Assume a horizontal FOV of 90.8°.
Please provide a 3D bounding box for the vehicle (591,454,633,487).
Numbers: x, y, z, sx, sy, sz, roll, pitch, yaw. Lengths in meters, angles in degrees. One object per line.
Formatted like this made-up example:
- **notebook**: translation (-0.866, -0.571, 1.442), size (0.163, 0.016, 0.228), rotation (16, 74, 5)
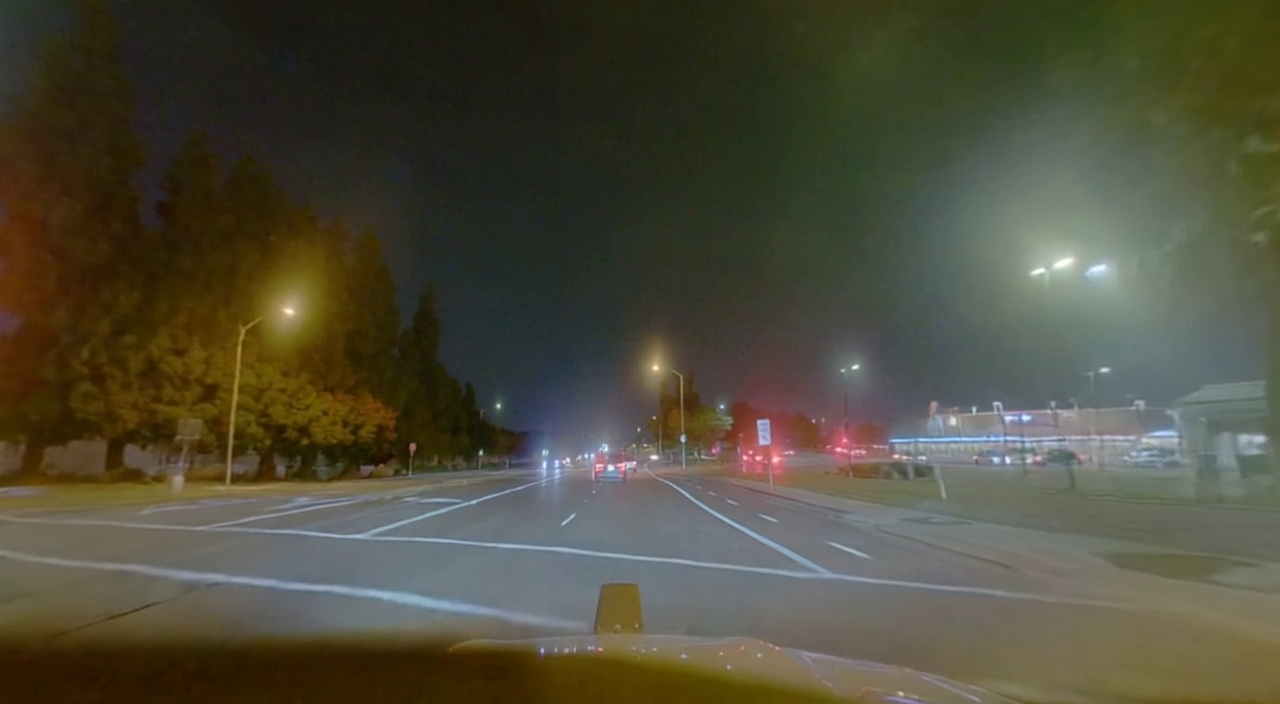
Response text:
- **vehicle**: translation (-1.372, 5.665, 30.583), size (1.917, 1.418, 3.987), rotation (0, -8, -3)
